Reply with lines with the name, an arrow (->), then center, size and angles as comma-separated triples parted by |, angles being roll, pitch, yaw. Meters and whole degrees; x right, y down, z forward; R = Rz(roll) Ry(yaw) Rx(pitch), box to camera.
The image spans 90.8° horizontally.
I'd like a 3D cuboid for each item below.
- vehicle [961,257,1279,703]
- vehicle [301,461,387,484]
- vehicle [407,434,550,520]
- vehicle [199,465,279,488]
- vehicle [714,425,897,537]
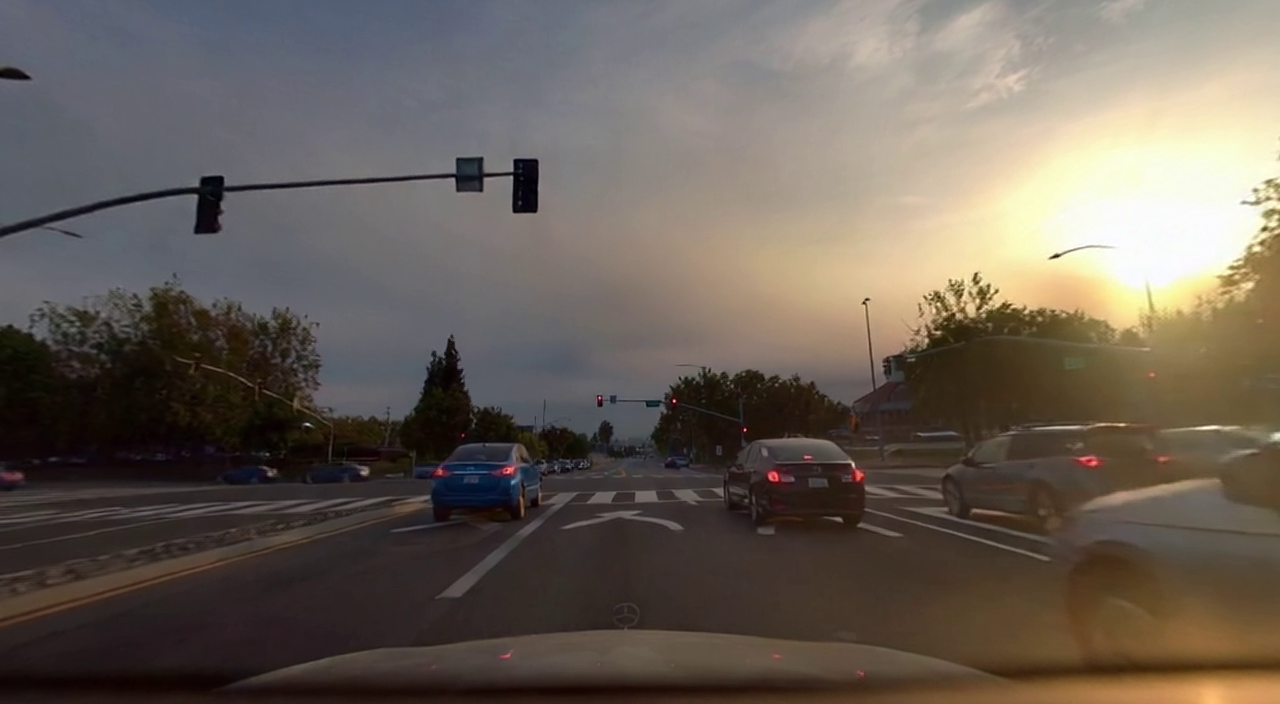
vehicle -> 2.893, 0.492, 0.891 | 2.247, 1.738, 4.818 | 0, -8, -1
vehicle -> -20.043, 8.171, 42.918 | 4.825, 1.483, 1.817 | 0, -9, -3
vehicle -> -3.170, 2.532, 13.265 | 1.969, 1.513, 3.773 | 0, -8, 1
vehicle -> -28.855, 8.961, 45.549 | 4.461, 1.469, 1.788 | 0, -8, -2
vehicle -> 2.775, 2.281, 11.849 | 2.099, 1.671, 4.491 | 0, -8, -2
